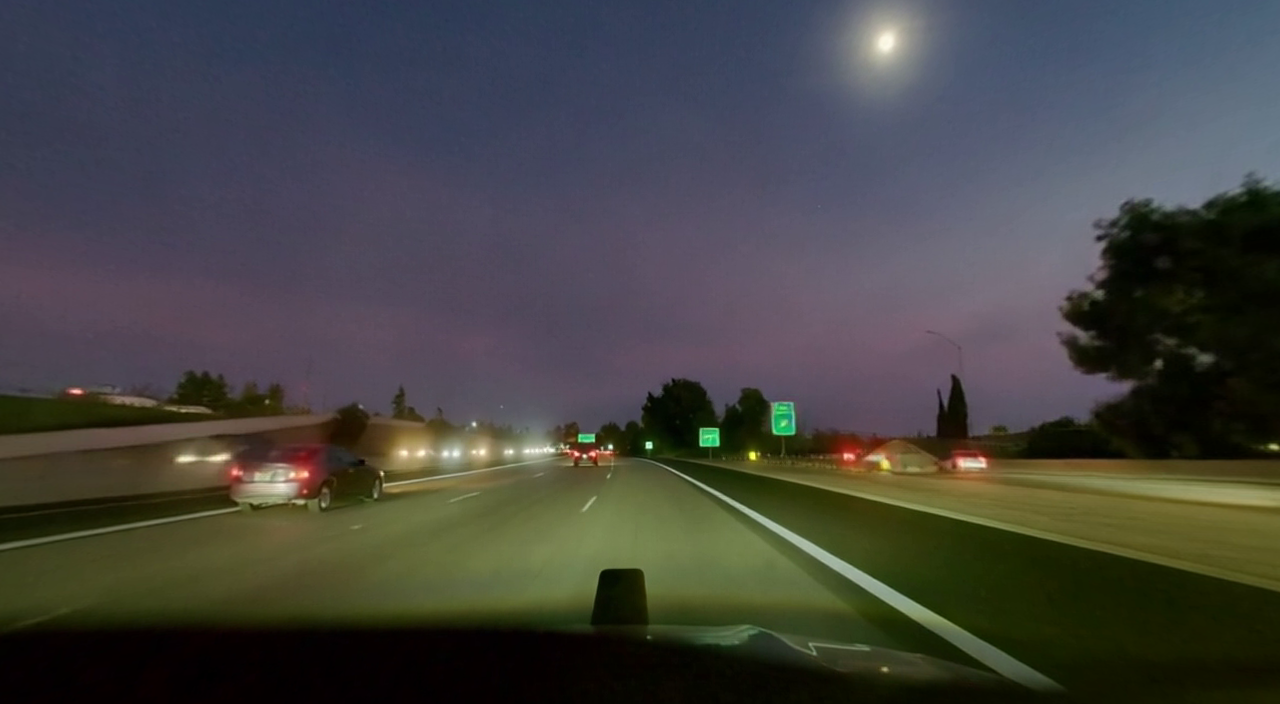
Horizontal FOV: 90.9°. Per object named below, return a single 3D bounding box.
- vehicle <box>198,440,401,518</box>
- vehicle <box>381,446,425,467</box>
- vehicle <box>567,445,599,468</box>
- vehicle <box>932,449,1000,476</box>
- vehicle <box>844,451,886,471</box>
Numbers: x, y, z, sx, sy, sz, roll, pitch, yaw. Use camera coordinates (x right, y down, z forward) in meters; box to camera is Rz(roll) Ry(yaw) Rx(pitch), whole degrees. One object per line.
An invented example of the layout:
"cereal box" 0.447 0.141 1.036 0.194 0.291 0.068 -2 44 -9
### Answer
"vehicle" -7.419 2.786 14.451 2.038 1.463 4.656 0 -8 0
"vehicle" -17.340 7.643 46.312 1.812 1.447 3.802 0 -8 -1
"vehicle" -3.966 7.316 44.351 1.936 1.465 4.060 0 -8 -1
"vehicle" 19.457 6.611 37.844 1.950 1.462 4.391 -1 -8 4
"vehicle" 17.679 8.564 49.731 2.005 1.478 4.056 -1 -8 3
